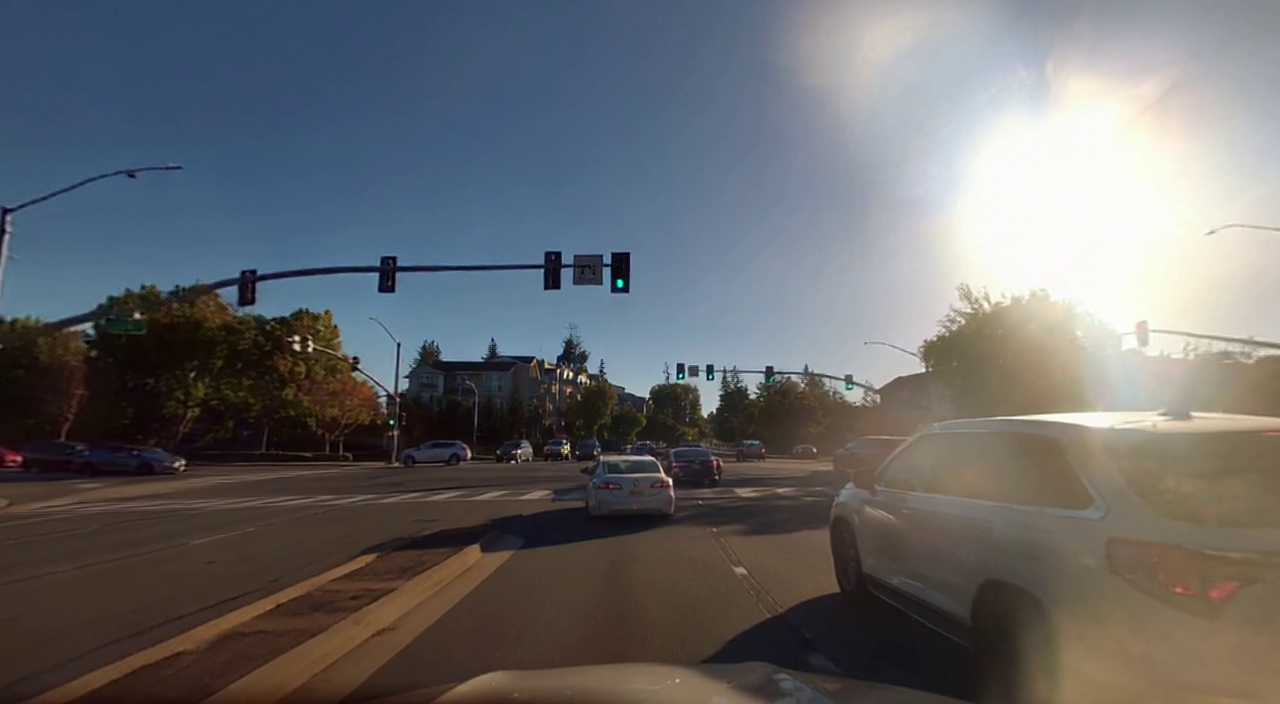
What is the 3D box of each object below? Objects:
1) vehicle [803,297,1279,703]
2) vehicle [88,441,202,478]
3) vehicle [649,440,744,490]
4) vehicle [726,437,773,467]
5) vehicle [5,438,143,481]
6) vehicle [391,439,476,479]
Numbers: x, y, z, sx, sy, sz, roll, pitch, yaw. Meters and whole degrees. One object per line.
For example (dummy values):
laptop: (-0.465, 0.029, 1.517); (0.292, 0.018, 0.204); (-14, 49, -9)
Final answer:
vehicle: (2.741, 1.041, 3.986); (2.115, 1.737, 4.642); (0, -8, -1)
vehicle: (-26.728, 5.807, 34.127); (4.365, 1.629, 2.004); (3, -8, 0)
vehicle: (1.760, 3.738, 21.354); (2.009, 1.480, 4.423); (2, -8, -11)
vehicle: (7.045, 6.482, 41.105); (2.105, 1.830, 4.610); (0, -8, -1)
vehicle: (-27.744, 5.253, 31.017); (4.689, 1.734, 2.034); (3, -8, -1)
vehicle: (-9.700, 4.955, 29.459); (2.099, 1.705, 4.020); (8, -12, -44)
